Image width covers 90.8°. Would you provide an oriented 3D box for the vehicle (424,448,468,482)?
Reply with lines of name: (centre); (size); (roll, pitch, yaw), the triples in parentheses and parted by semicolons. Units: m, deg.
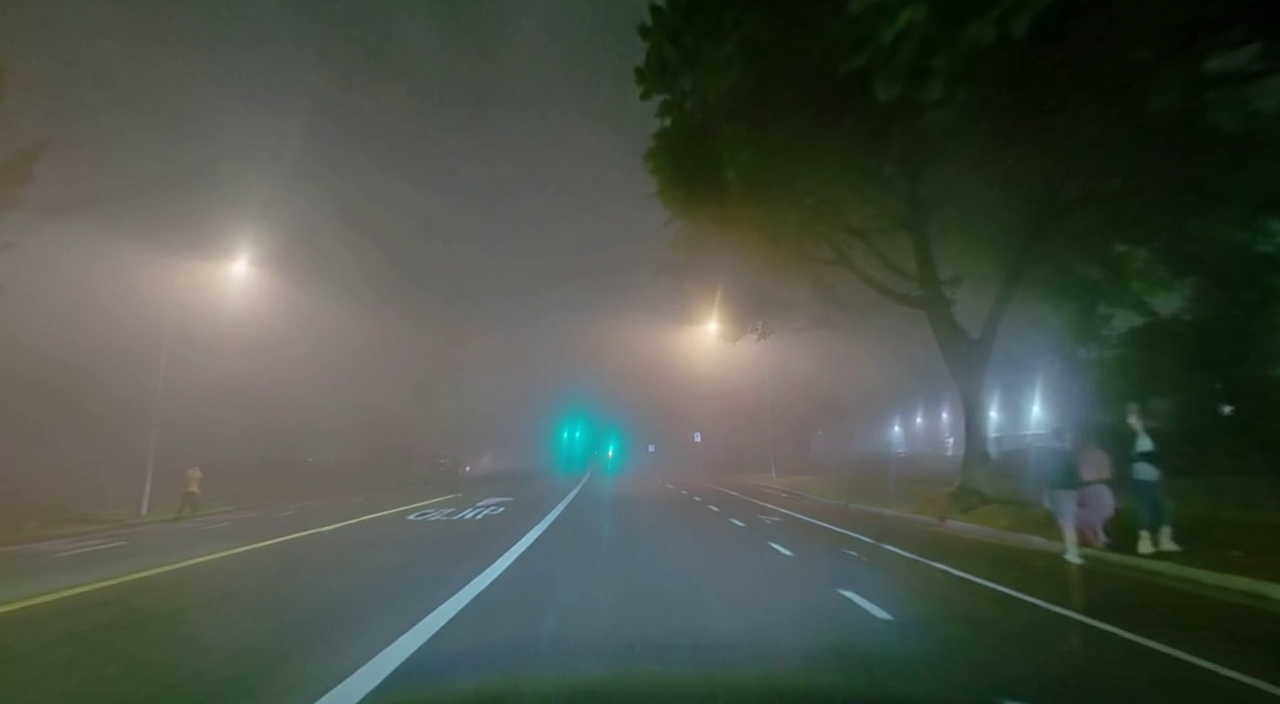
vehicle: (-14.809, 8.595, 48.483); (2.314, 2.144, 5.403); (-3, -7, -7)
